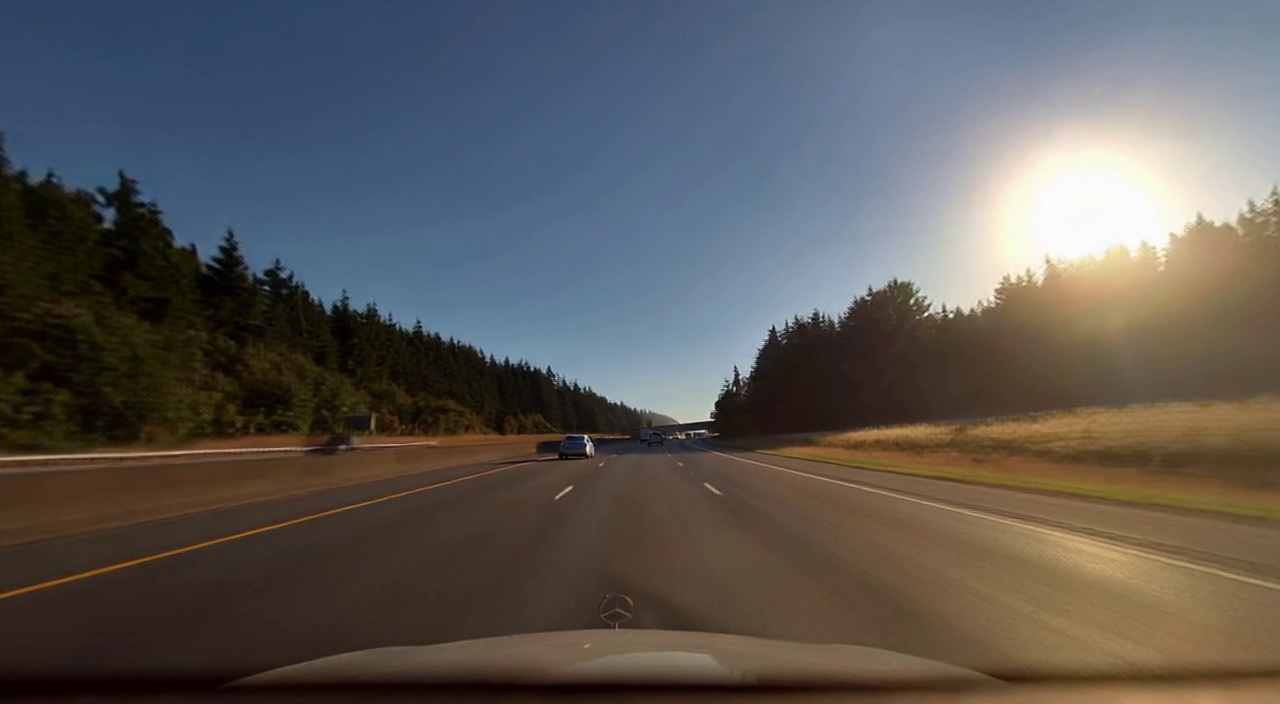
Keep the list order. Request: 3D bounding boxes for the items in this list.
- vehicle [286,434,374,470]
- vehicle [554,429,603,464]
[{"bbox_3d":[-15.827,5.109,32.532,2.294,1.722,4.600,0,-8,-1],"label":"vehicle"},{"bbox_3d":[-3.126,4.879,32.664,2.084,1.654,4.080,0,-8,1],"label":"vehicle"}]
